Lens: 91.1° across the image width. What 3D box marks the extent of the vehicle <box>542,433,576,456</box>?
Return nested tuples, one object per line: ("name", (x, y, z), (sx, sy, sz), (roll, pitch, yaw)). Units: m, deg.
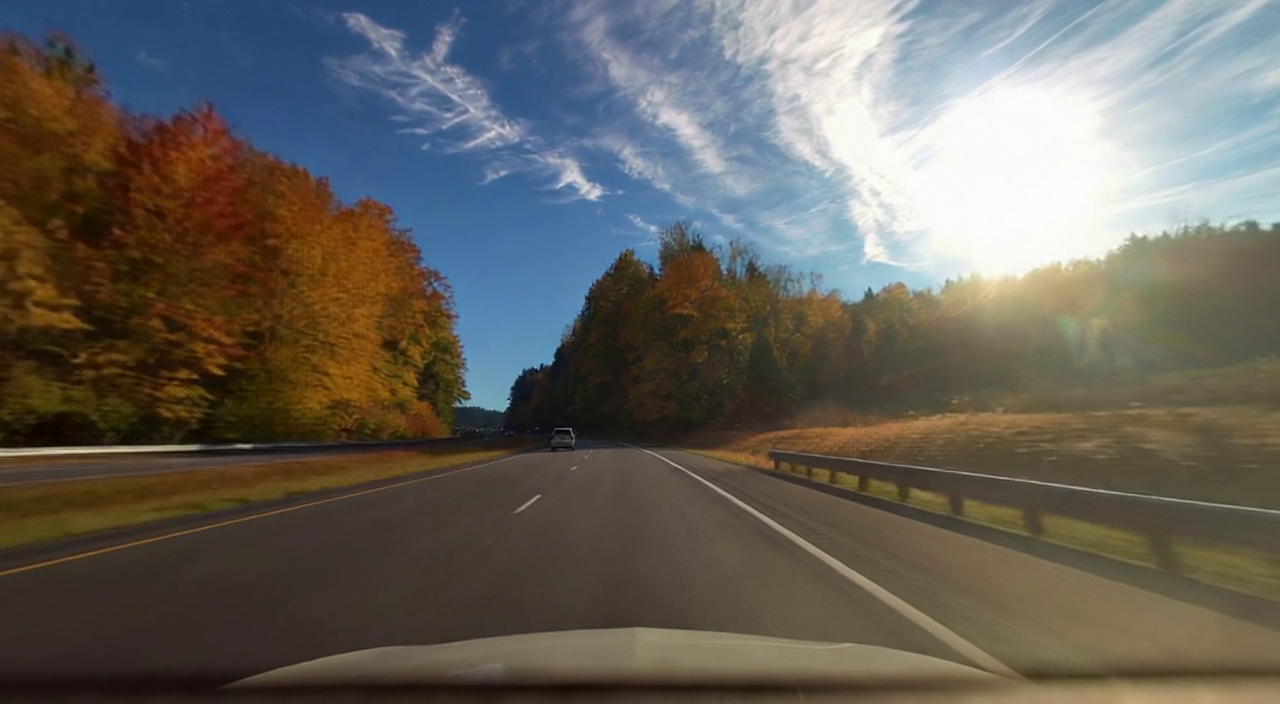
("vehicle", (-5.732, 6.585, 45.067), (2.073, 1.559, 4.393), (0, -8, -3))
